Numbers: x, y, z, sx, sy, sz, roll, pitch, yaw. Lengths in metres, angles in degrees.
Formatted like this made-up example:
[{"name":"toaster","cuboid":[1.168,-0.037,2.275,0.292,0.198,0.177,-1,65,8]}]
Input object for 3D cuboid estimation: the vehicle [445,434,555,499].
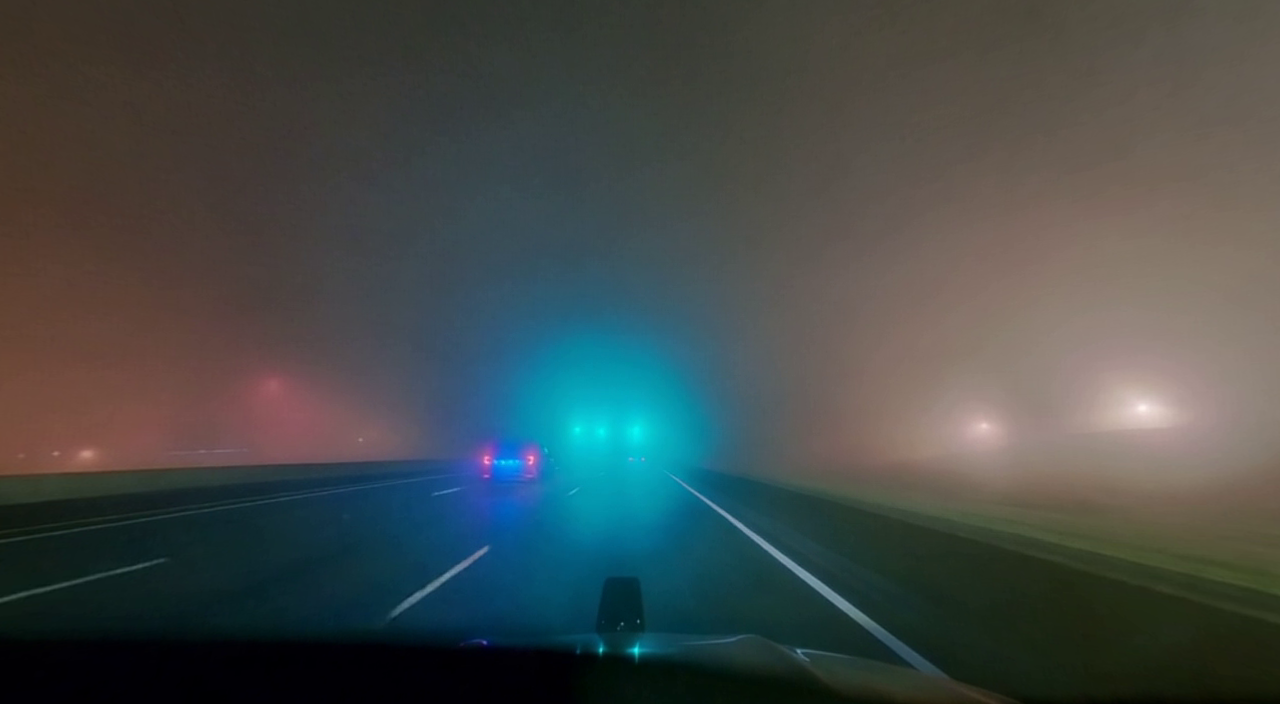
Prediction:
[{"name":"vehicle","cuboid":[-4.193,3.550,19.976,2.272,1.759,5.058,0,-9,1]}]
